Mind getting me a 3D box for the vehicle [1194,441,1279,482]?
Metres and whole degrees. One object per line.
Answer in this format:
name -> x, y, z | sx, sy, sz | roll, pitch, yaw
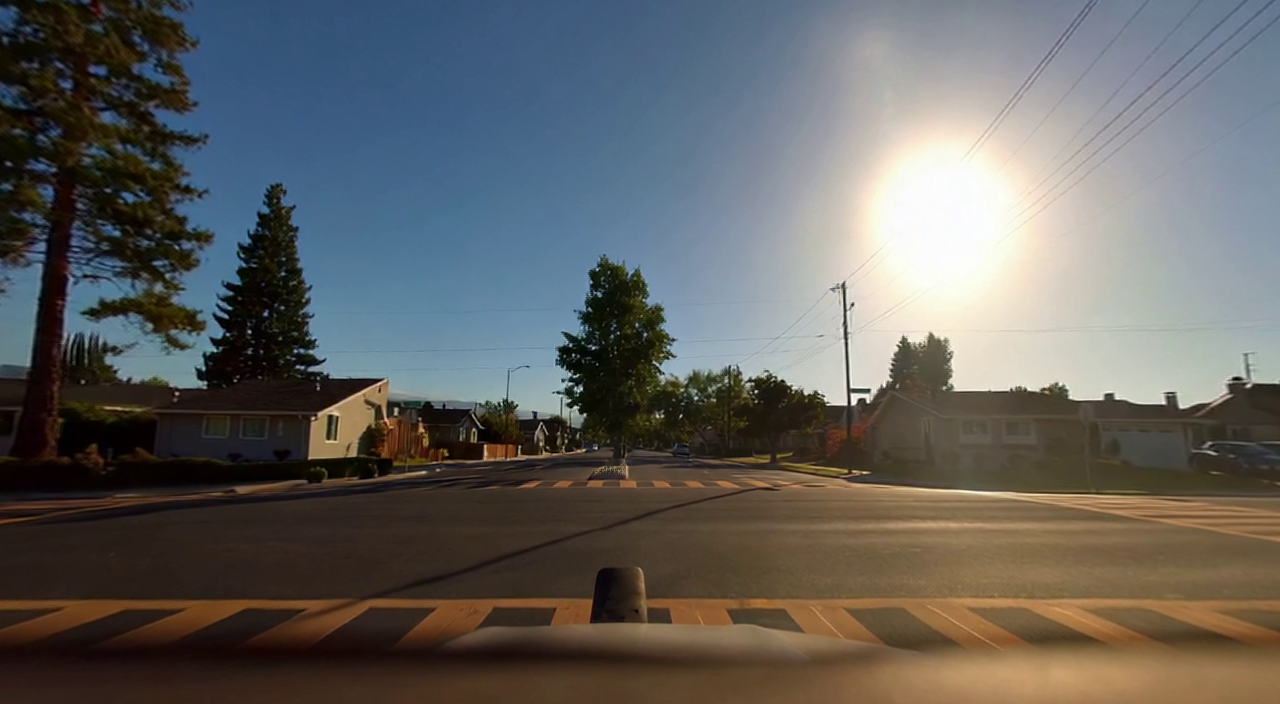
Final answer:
vehicle -> 26.693, 4.551, 26.468 | 2.152, 1.606, 5.402 | 0, -9, 1
